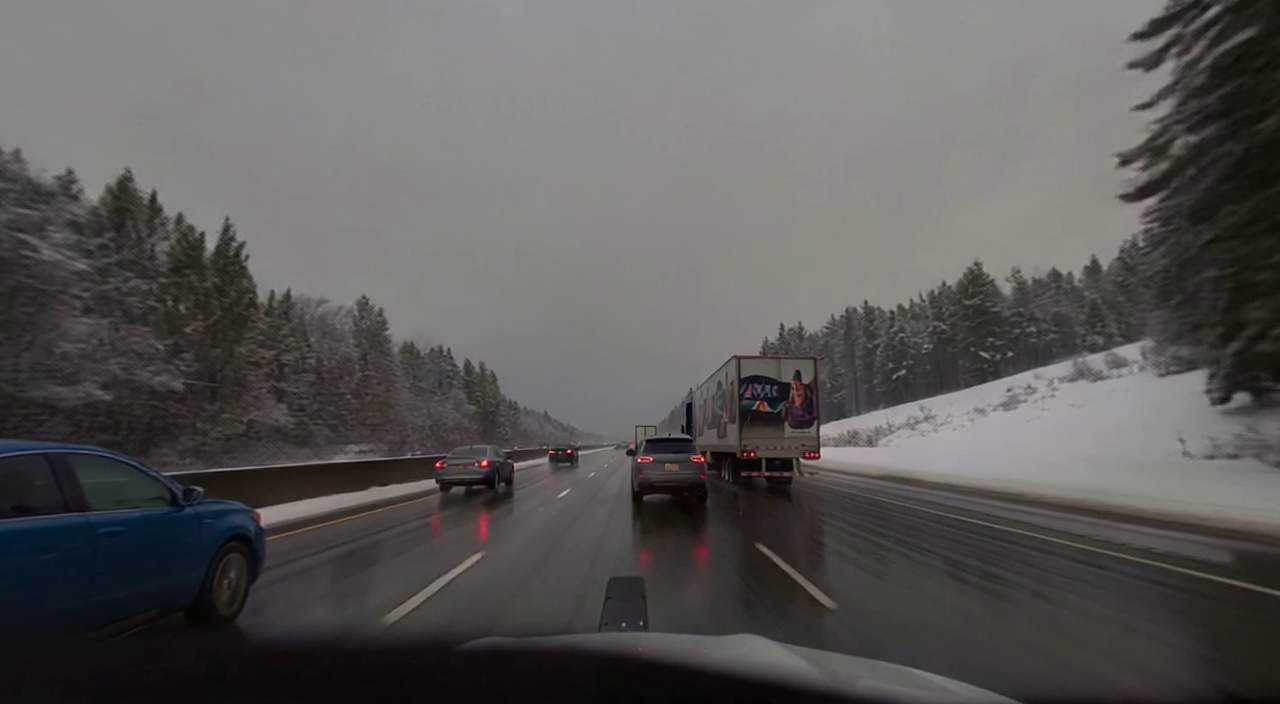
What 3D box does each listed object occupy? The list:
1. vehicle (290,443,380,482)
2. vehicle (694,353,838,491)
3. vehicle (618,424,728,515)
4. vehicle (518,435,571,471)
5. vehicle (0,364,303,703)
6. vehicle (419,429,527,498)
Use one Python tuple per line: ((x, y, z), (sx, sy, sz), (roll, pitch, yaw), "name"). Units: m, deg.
((-12.512, 4.575, 26.128), (1.751, 1.440, 3.900), (-2, -10, 0), "vehicle")
((4.330, 3.060, 25.773), (2.828, 4.081, 14.220), (0, -8, -1), "vehicle")
((0.589, 2.414, 13.382), (2.017, 1.662, 3.543), (0, -8, -1), "vehicle")
((-4.750, 5.108, 31.990), (2.014, 1.683, 4.275), (0, -8, 0), "vehicle")
((-4.085, 0.965, 3.479), (1.983, 1.666, 4.452), (0, -8, 0), "vehicle")
((-4.361, 2.953, 17.067), (1.905, 1.642, 3.803), (0, -8, 0), "vehicle")
